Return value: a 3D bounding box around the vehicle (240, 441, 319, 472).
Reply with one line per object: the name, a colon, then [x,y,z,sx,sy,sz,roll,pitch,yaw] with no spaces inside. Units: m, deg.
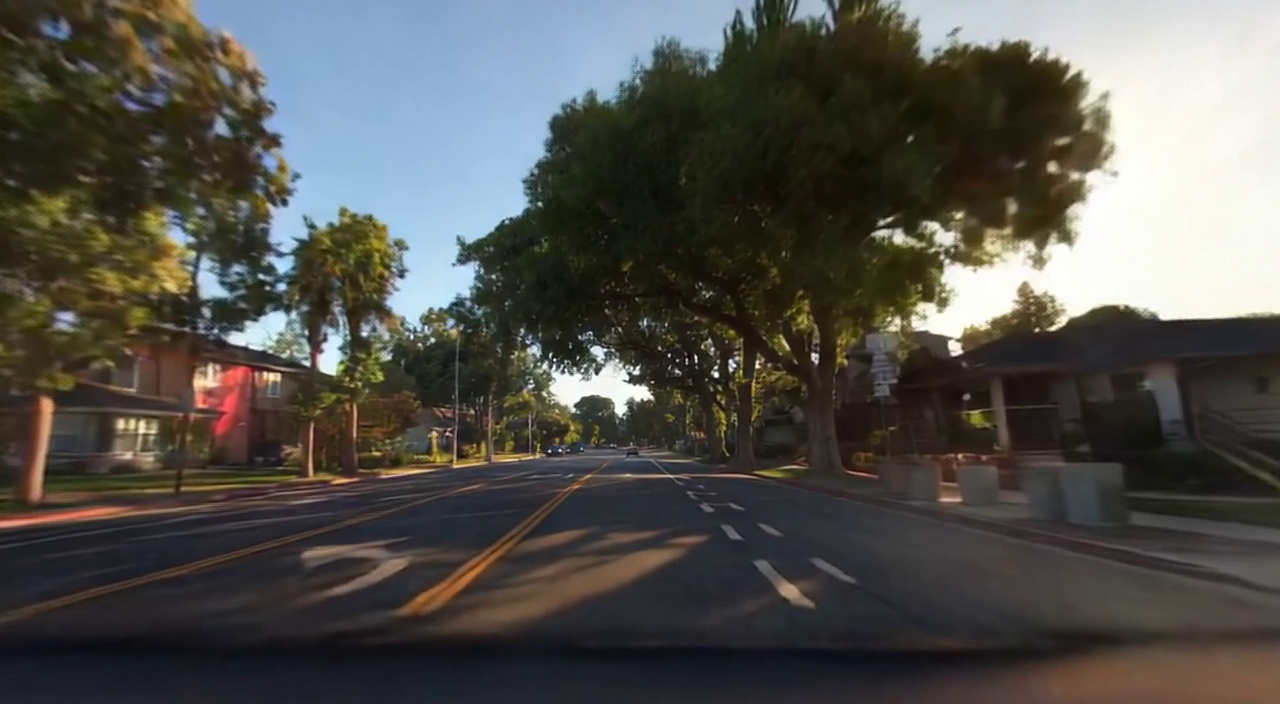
vehicle: [-23.490,6.826,41.508,2.192,1.901,5.889,1,-9,-6]
